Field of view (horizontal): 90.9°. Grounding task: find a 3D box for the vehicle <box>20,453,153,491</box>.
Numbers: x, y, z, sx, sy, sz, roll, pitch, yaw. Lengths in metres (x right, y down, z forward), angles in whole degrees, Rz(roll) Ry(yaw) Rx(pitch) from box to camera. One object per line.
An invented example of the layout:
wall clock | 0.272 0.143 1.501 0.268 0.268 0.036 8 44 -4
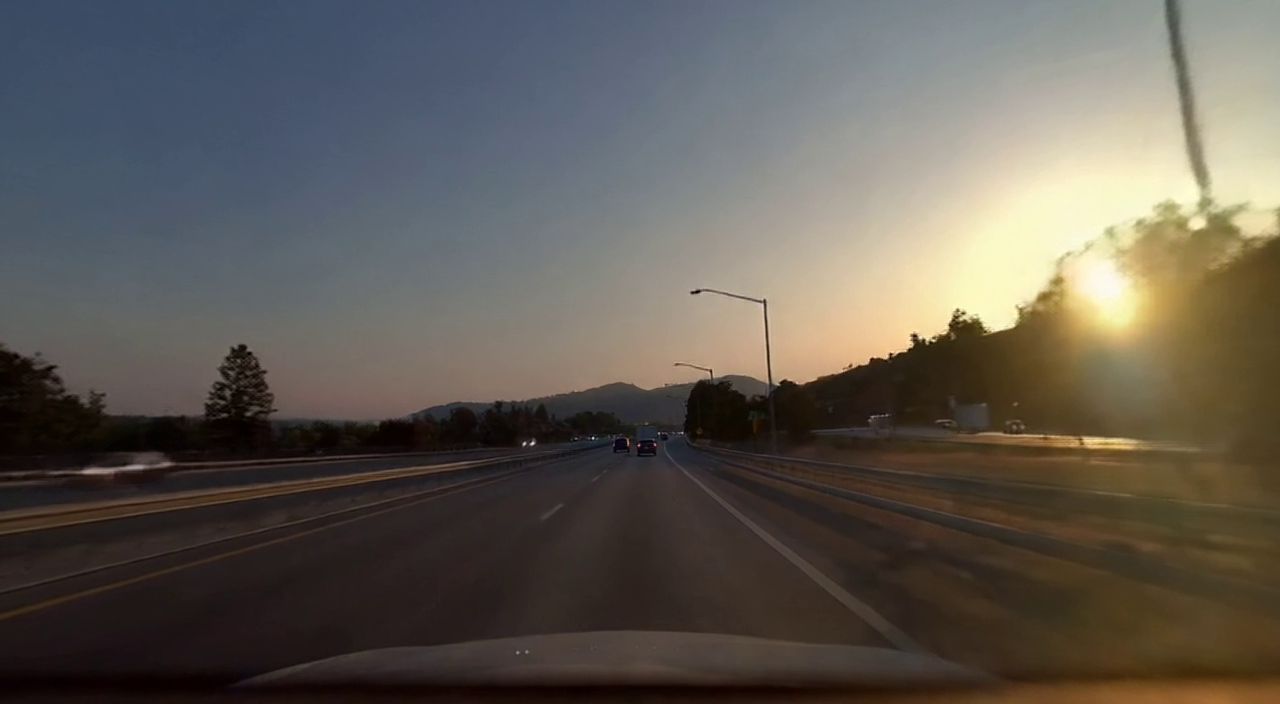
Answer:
vehicle | -24.534 5.314 28.218 1.755 1.468 4.571 -1 -9 1
